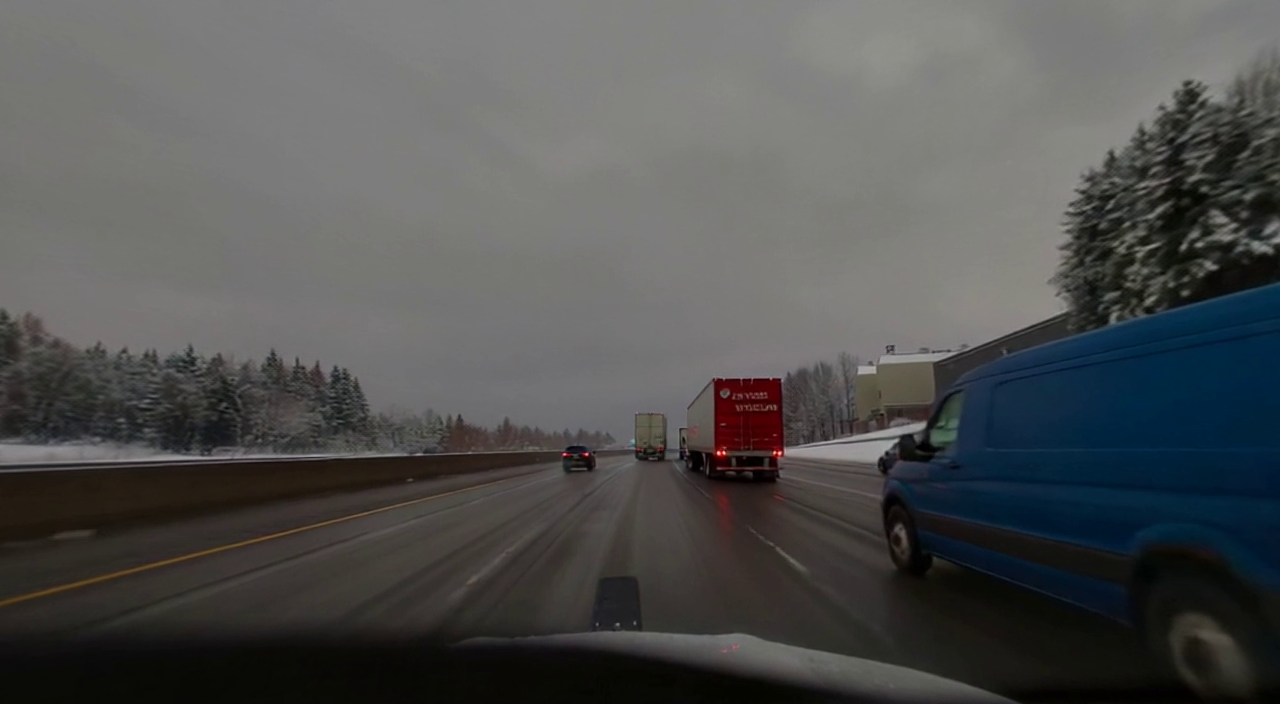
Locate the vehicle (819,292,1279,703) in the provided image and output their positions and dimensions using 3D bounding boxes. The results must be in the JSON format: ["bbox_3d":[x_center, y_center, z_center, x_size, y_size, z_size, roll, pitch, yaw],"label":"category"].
[{"bbox_3d":[3.825,1.061,4.592,2.809,1.919,7.507,0,-9,0],"label":"vehicle"}]

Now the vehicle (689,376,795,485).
[{"bbox_3d":[4.266,3.883,30.112,2.951,3.974,13.340,-1,-9,1],"label":"vehicle"}]

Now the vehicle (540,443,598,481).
[{"bbox_3d":[-2.930,4.665,27.047,2.024,1.472,4.014,0,-8,0],"label":"vehicle"}]
